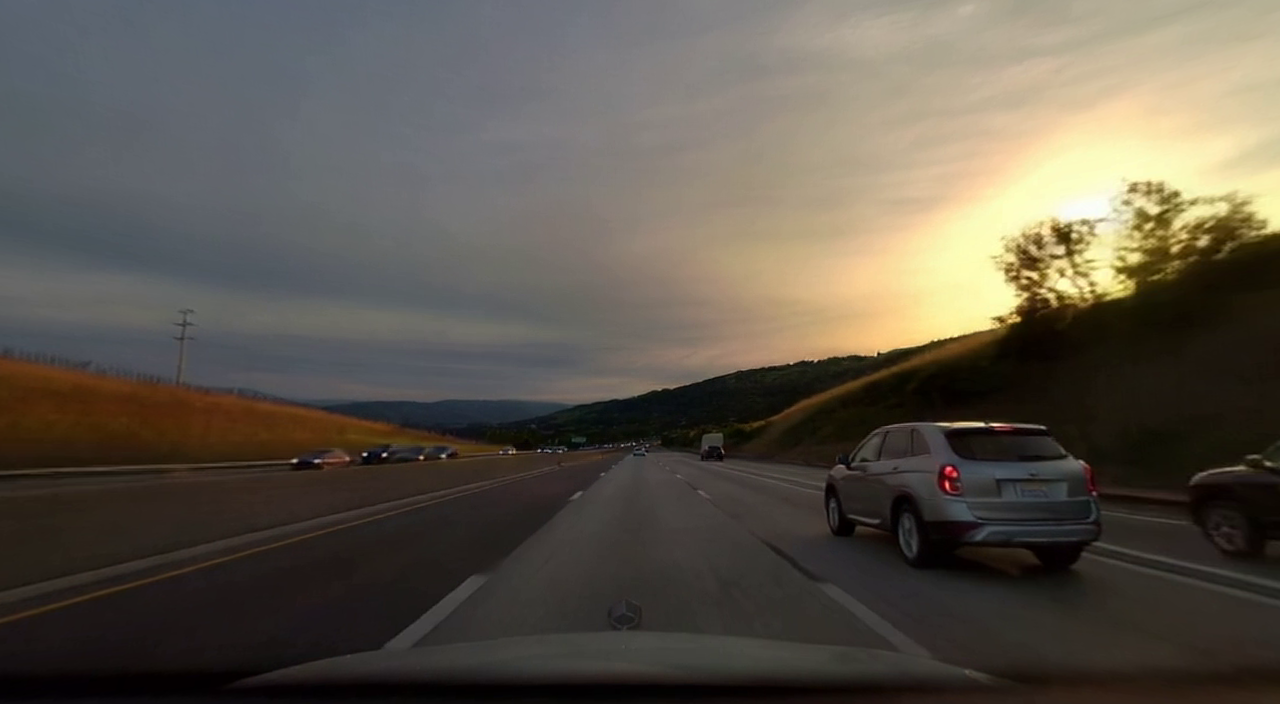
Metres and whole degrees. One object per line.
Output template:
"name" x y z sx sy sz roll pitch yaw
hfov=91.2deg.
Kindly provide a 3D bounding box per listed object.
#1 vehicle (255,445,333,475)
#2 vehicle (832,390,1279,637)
"vehicle" -18.357 5.739 33.475 1.833 1.503 4.093 0 -9 0
"vehicle" 3.607 1.462 6.593 1.784 1.733 4.141 0 -9 -1
